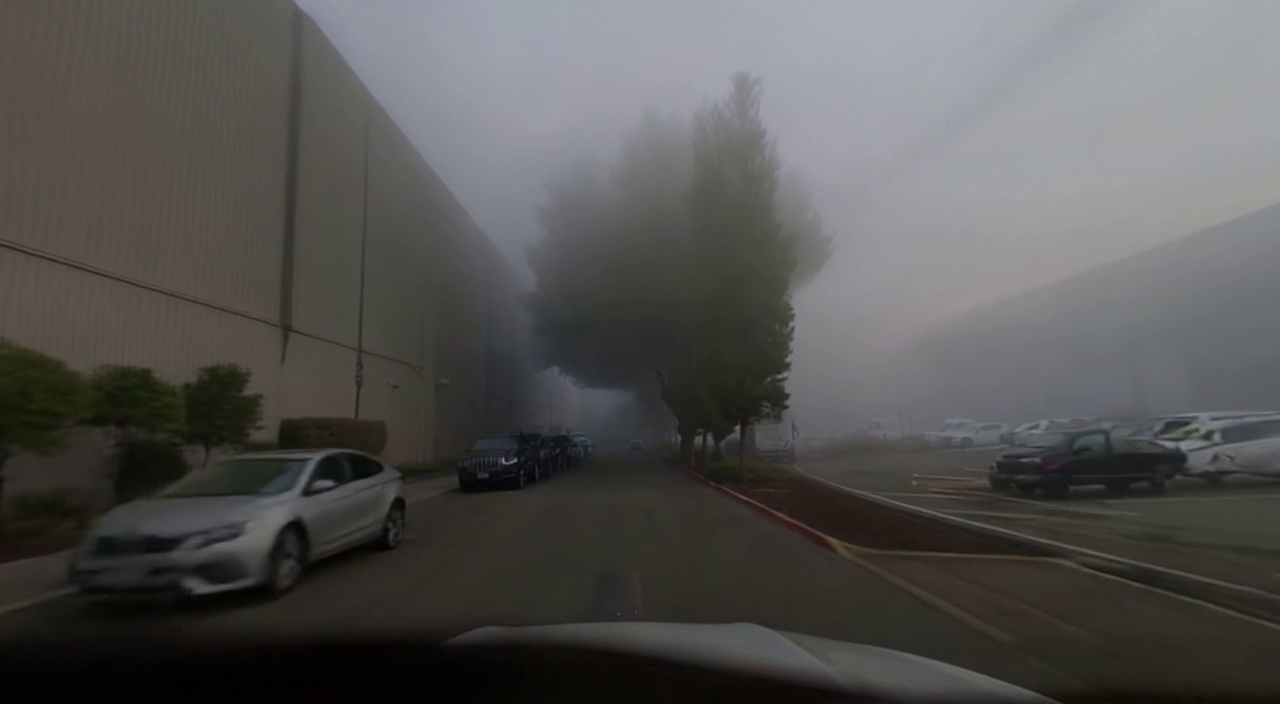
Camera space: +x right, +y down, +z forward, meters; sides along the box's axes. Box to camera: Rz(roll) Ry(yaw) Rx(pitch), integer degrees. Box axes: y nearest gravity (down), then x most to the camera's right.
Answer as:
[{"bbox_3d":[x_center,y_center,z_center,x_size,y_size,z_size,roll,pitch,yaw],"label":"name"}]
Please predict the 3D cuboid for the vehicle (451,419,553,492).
[{"bbox_3d":[-4.143,3.259,19.777,2.161,1.843,5.181,-4,-10,-2],"label":"vehicle"}]

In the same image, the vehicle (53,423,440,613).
[{"bbox_3d":[-4.160,1.809,7.791,2.040,1.501,4.440,-4,-9,-2],"label":"vehicle"}]

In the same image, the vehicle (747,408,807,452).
[{"bbox_3d":[10.291,6.007,48.155,2.622,3.108,7.053,0,-8,-3],"label":"vehicle"}]
